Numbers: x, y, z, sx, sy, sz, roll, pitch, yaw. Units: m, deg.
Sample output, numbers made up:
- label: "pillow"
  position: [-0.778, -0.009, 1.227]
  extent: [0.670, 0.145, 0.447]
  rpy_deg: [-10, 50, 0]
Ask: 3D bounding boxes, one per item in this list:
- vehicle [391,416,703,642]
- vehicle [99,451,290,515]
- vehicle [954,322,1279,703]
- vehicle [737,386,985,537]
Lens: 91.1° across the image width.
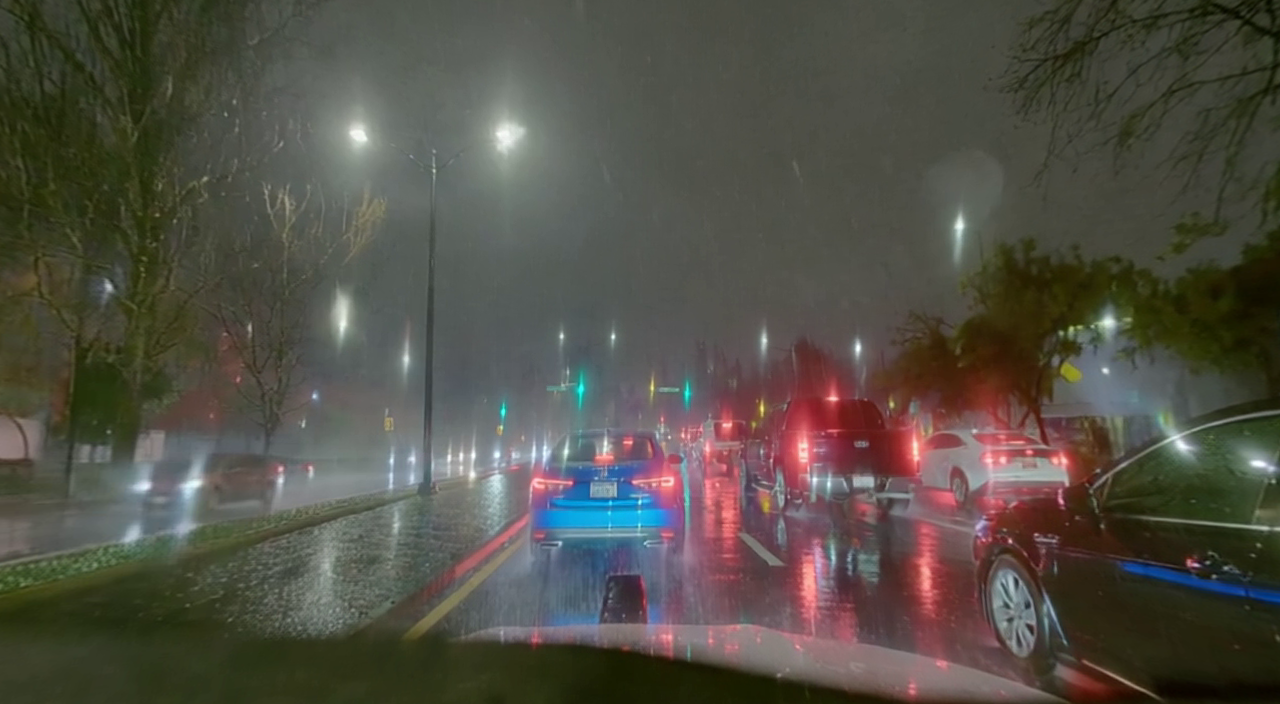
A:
- label: "vehicle"
  position: [-0.579, 1.496, 6.327]
  extent: [2.111, 1.506, 4.018]
  rpy_deg: [0, -9, 2]
- label: "vehicle"
  position: [-12.316, 3.612, 17.869]
  extent: [1.957, 1.506, 4.706]
  rpy_deg: [0, -9, 1]
- label: "vehicle"
  position: [3.163, 0.756, 2.076]
  extent: [1.982, 1.709, 4.427]
  rpy_deg: [0, -9, 1]
- label: "vehicle"
  position: [3.524, 1.952, 11.695]
  extent: [2.444, 2.098, 5.766]
  rpy_deg: [0, -9, -1]
